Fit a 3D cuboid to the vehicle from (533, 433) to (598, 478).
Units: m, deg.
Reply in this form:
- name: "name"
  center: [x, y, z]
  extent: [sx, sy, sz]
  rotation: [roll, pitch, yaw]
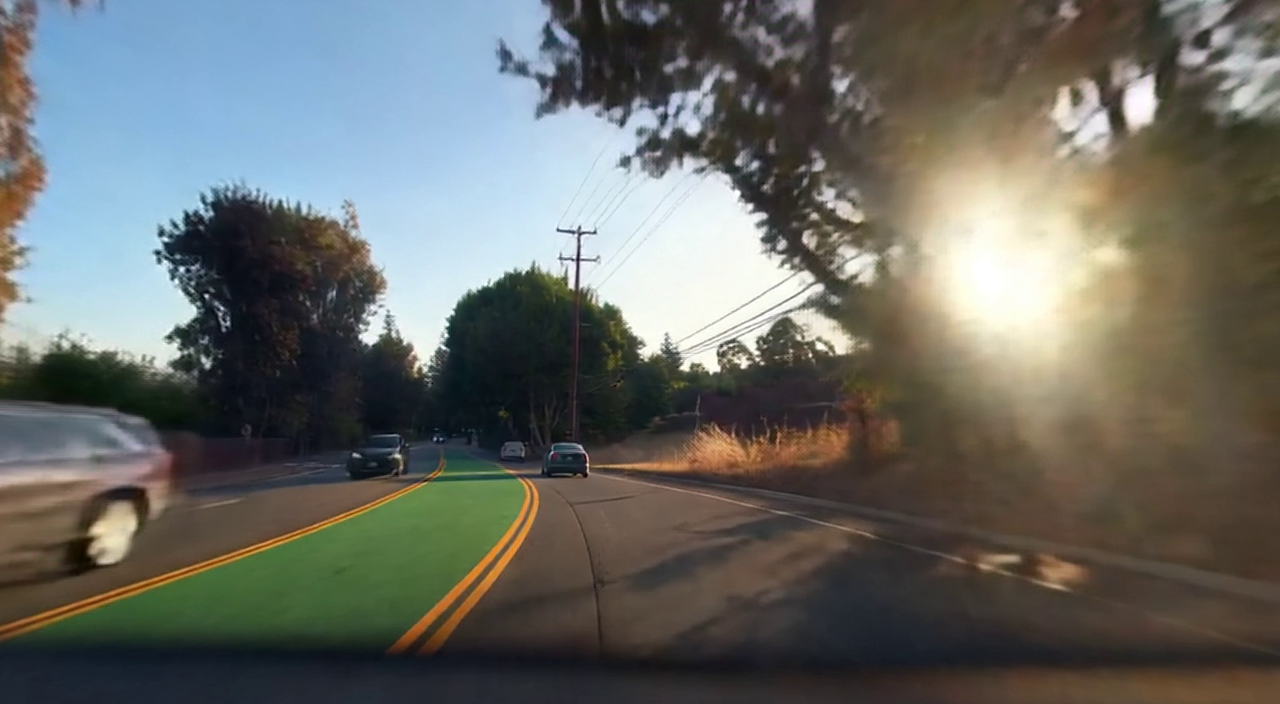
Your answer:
- name: "vehicle"
  center: [-3.408, 4.572, 28.100]
  extent: [2.140, 1.767, 4.720]
  rotation: [2, -9, -16]

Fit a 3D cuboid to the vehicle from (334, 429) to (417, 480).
- name: "vehicle"
  center: [-9.874, 3.798, 23.965]
  extent: [1.967, 1.688, 4.286]
  rotation: [0, -6, -10]

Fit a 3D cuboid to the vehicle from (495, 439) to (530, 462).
- name: "vehicle"
  center: [-9.963, 7.628, 49.128]
  extent: [2.075, 1.699, 4.520]
  rotation: [3, -9, -18]

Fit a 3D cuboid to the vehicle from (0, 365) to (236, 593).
- name: "vehicle"
  center: [-7.173, 1.278, 6.532]
  extent: [2.524, 2.051, 5.963]
  rotation: [1, -9, -6]
